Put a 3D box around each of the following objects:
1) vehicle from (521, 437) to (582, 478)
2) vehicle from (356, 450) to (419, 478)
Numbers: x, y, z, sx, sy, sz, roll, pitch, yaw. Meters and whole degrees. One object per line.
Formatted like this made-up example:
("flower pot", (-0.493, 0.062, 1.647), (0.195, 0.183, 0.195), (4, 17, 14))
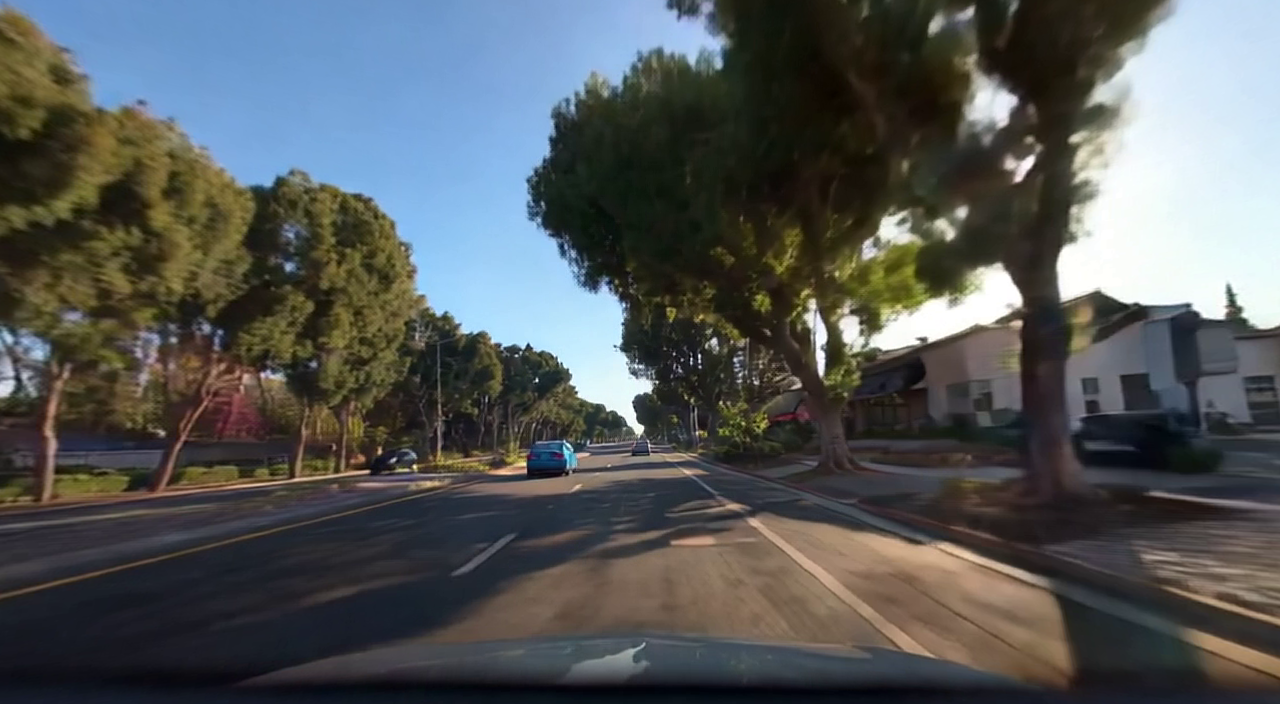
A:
("vehicle", (-3.794, 4.615, 27.806), (1.914, 1.630, 4.351), (0, -8, 2))
("vehicle", (-15.953, 7.074, 40.103), (1.967, 1.581, 4.663), (0, -8, 1))
